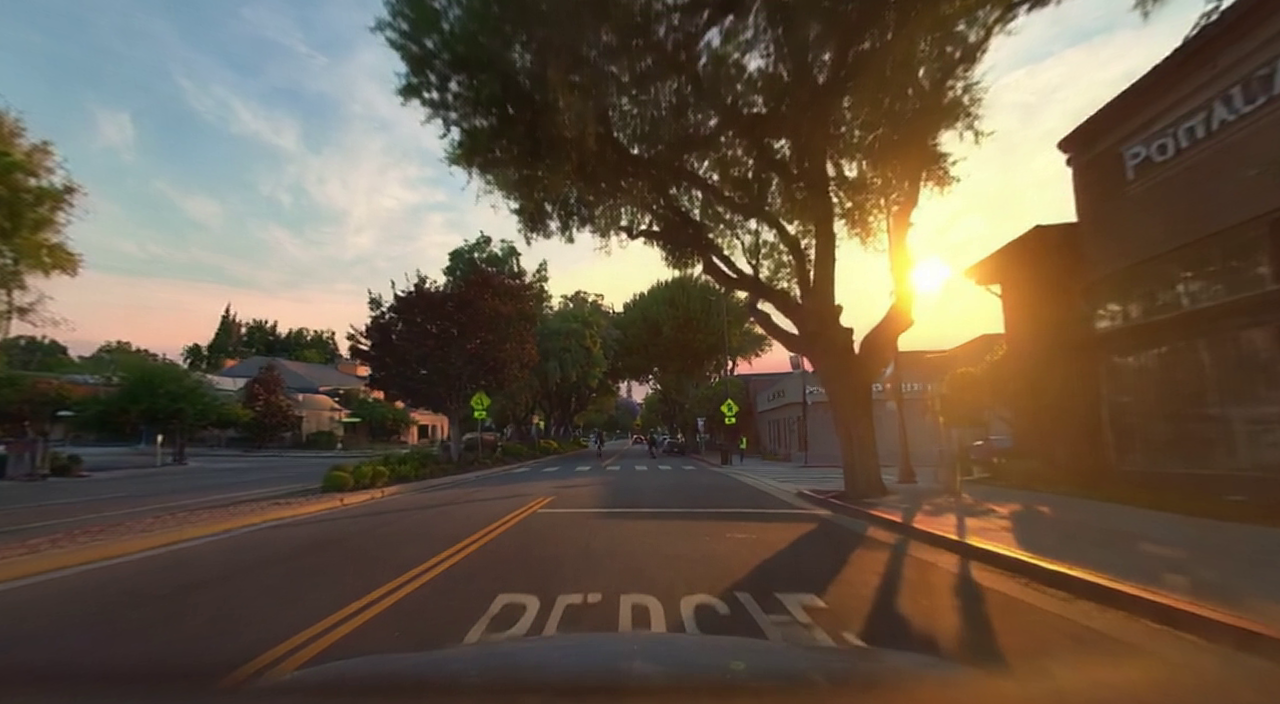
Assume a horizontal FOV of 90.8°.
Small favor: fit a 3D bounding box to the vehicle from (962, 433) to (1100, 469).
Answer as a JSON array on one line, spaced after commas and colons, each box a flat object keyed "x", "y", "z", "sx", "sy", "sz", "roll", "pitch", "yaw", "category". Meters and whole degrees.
[{"x": 16.857, "y": 4.260, "z": 27.485, "sx": 4.563, "sy": 1.457, "sz": 2.139, "roll": -1, "pitch": -7, "yaw": 6, "category": "vehicle"}]
